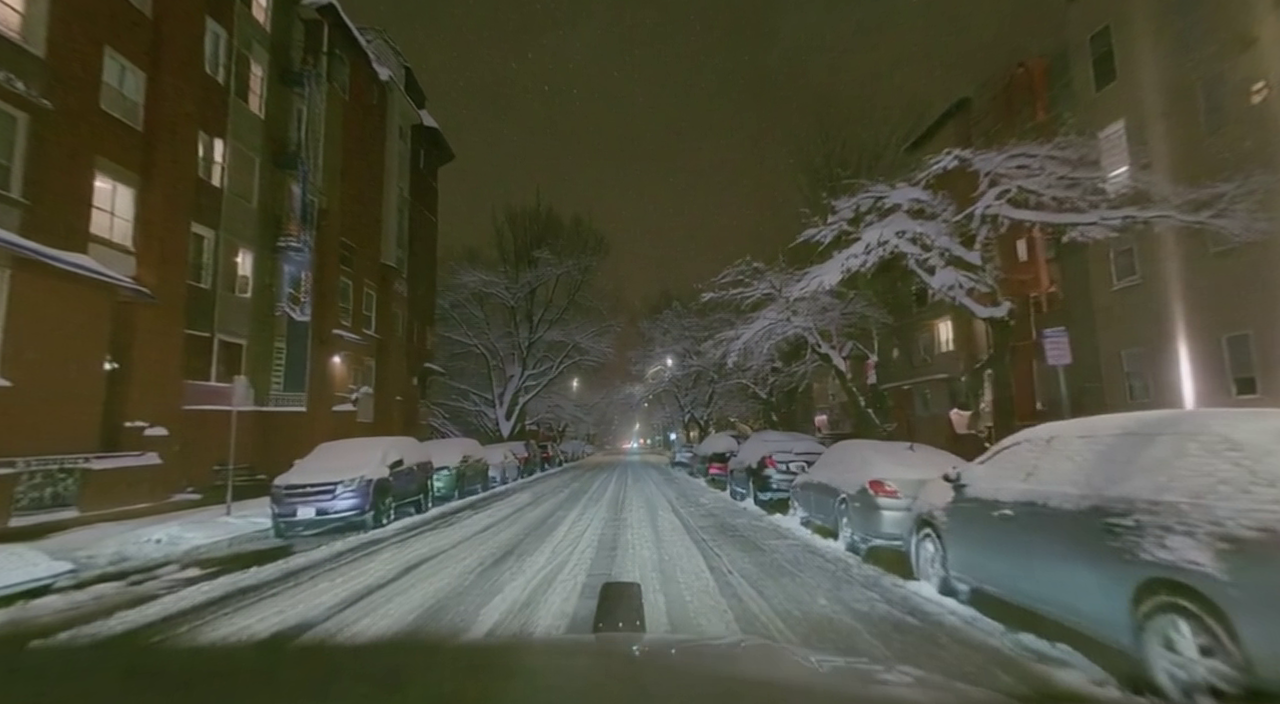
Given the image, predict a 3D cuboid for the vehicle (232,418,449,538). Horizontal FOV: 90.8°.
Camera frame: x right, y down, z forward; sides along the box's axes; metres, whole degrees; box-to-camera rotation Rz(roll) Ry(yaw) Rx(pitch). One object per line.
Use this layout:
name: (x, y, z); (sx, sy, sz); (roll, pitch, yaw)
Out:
vehicle: (-5.453, 2.342, 12.412); (2.069, 1.881, 4.697); (0, -8, -2)

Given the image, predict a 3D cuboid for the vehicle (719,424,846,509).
vehicle: (3.417, 2.854, 16.195); (2.024, 1.825, 4.684); (0, -8, -2)

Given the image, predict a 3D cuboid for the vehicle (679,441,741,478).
vehicle: (3.160, 4.951, 29.377); (2.007, 1.545, 4.562); (1, -8, -5)

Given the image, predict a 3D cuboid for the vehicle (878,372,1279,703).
vehicle: (3.451, 1.197, 4.183); (1.964, 1.646, 4.543); (2, -8, 0)
